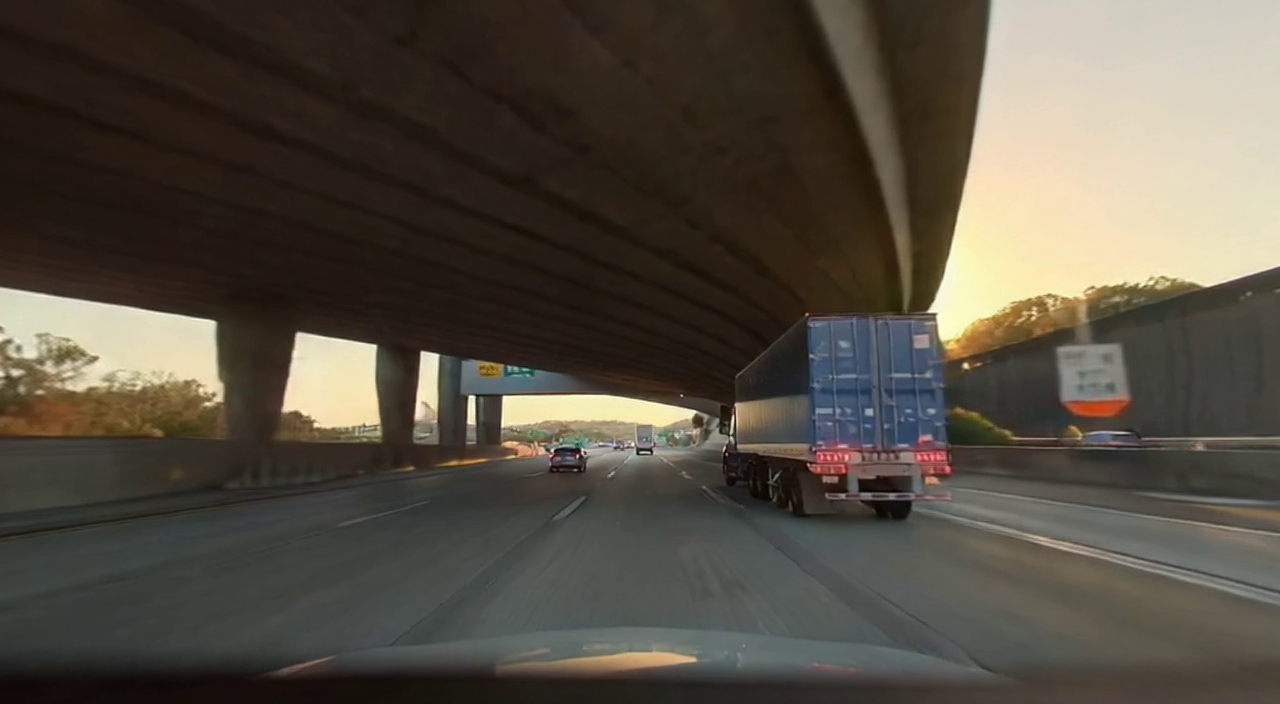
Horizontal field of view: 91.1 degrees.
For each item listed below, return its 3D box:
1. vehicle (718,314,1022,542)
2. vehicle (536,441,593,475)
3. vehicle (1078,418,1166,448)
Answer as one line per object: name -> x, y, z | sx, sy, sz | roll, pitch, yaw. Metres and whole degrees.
vehicle -> 4.048, 1.882, 14.670 | 3.049, 3.395, 10.595 | 0, -8, 0
vehicle -> -3.657, 5.260, 31.491 | 2.143, 1.529, 4.918 | 0, -8, 1
vehicle -> 28.657, 4.840, 37.498 | 1.928, 1.603, 4.315 | 1, -7, 2
